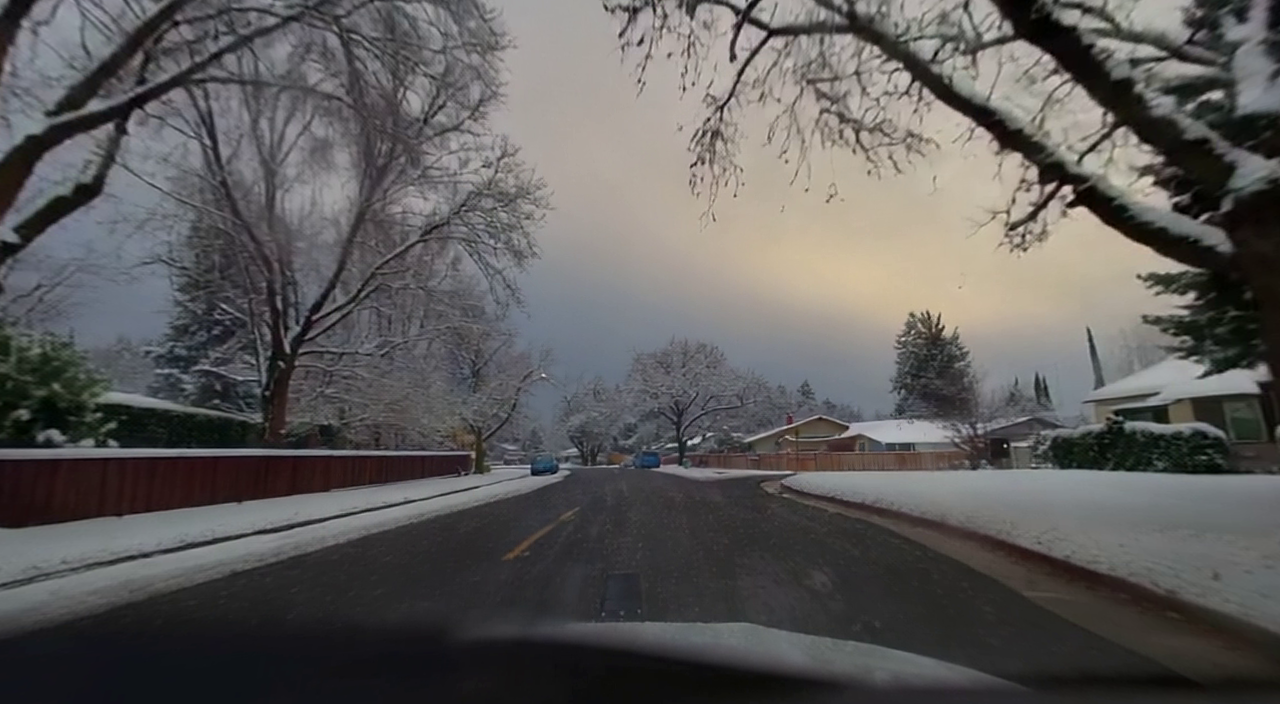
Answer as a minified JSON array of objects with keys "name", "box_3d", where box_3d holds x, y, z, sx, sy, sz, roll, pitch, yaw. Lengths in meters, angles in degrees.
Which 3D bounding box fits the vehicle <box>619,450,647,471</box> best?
[{"name":"vehicle","box_3d":[-0.596,8.391,48.930,2.064,1.477,3.968,0,-9,-2]}]
